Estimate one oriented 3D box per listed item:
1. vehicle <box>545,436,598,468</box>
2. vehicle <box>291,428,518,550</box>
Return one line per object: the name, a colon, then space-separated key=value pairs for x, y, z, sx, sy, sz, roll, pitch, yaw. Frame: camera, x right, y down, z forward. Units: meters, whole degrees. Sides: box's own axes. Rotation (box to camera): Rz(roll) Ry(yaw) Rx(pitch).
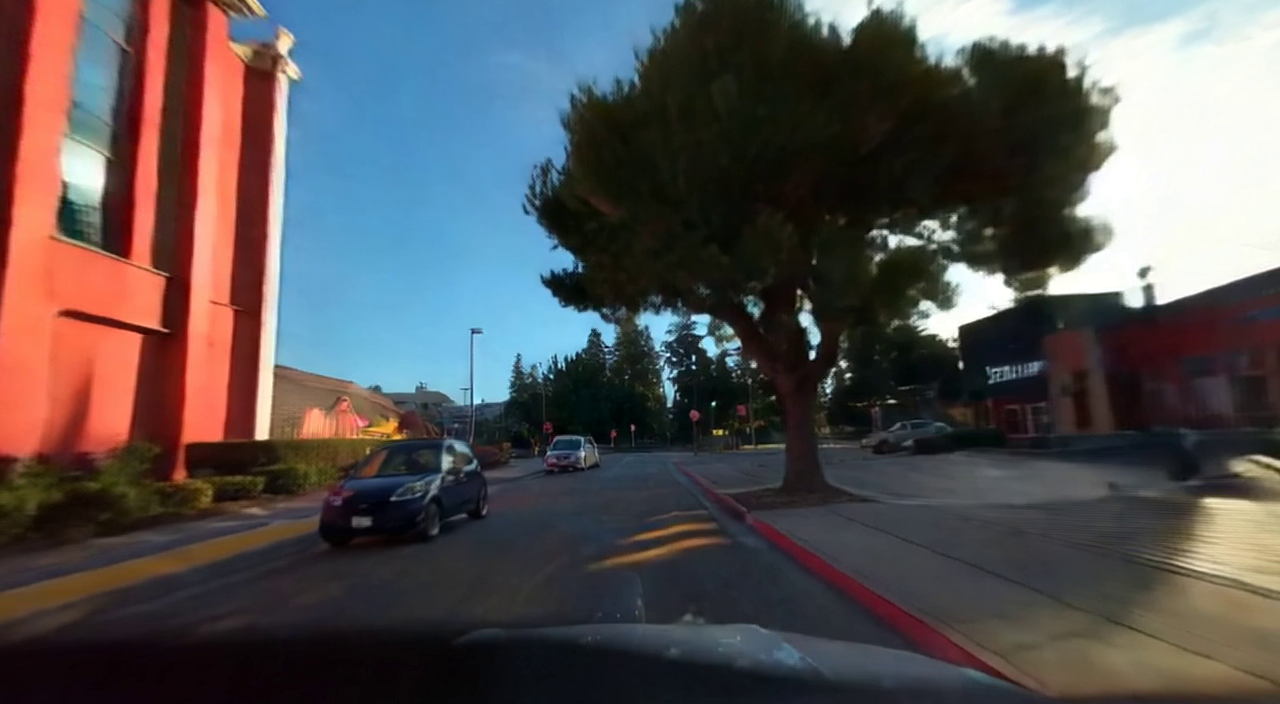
vehicle: x=-3.208 y=4.753 z=30.173 sx=1.962 sy=1.424 sz=4.289 roll=0 pitch=-8 yaw=2
vehicle: x=-3.313 y=1.973 z=9.933 sx=1.853 sy=1.478 sz=4.381 roll=0 pitch=-8 yaw=1
